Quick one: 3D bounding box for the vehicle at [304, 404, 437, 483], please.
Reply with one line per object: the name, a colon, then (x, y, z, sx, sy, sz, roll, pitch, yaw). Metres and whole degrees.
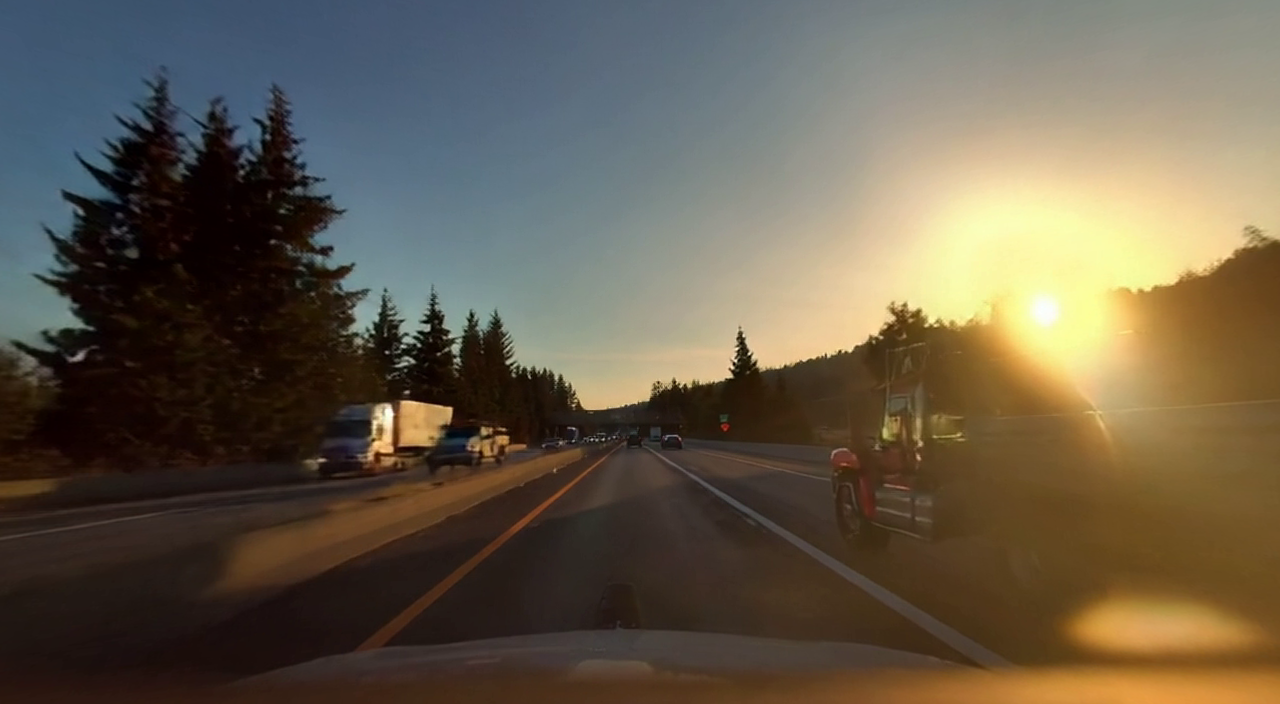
vehicle: (-12.430, 4.300, 30.125, 2.853, 3.219, 8.270, 0, -7, -2)

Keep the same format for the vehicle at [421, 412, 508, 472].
vehicle: (-8.179, 4.283, 30.193, 2.229, 2.505, 6.530, 0, -8, 0)

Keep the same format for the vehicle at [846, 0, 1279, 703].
vehicle: (4.010, -0.638, 0.127, 3.038, 3.975, 13.887, 0, -8, -1)
